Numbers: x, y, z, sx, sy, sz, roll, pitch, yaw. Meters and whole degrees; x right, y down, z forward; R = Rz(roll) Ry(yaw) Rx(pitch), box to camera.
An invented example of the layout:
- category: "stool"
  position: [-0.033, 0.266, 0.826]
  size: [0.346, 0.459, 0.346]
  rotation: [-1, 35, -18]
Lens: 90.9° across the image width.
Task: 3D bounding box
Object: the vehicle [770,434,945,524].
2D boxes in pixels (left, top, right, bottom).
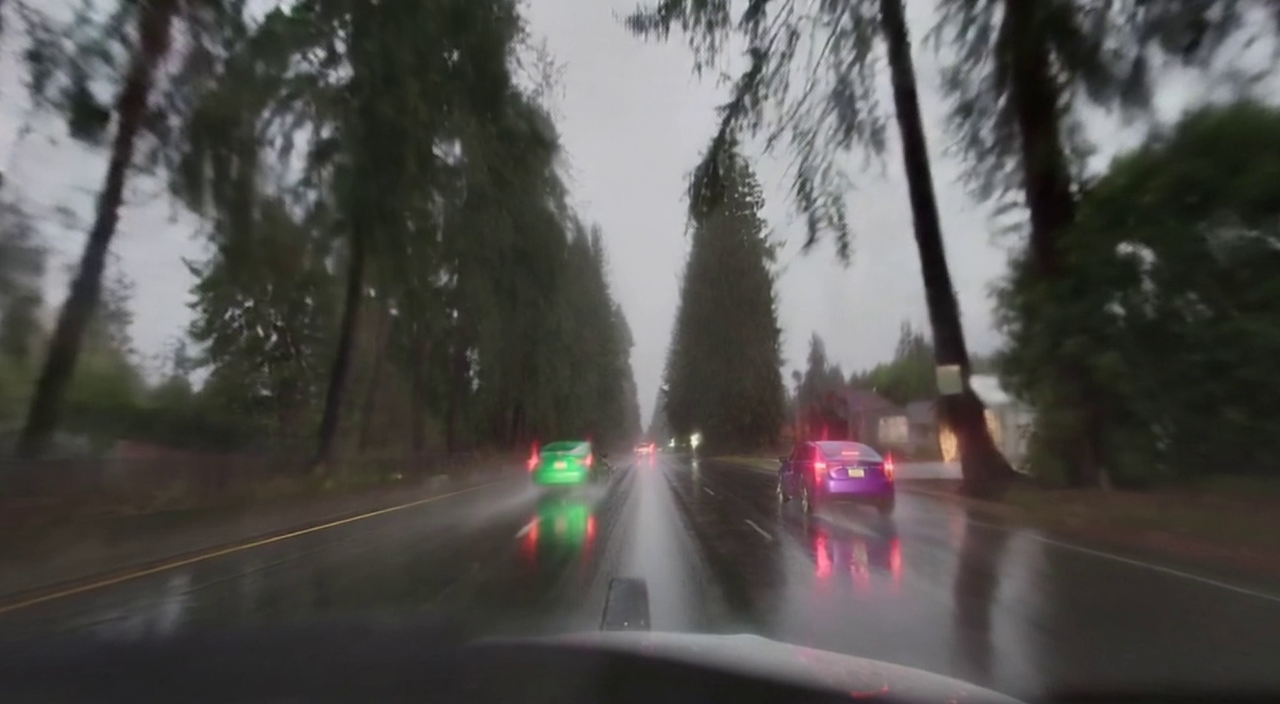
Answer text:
- category: "vehicle"
  position: [4.151, 2.470, 12.948]
  size: [1.943, 1.471, 4.515]
  rotation: [-1, -8, 0]

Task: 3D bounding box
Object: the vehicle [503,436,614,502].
- category: "vehicle"
  position: [-2.066, 3.154, 17.555]
  size: [2.206, 1.525, 4.695]
  rotation: [-2, -8, 3]
